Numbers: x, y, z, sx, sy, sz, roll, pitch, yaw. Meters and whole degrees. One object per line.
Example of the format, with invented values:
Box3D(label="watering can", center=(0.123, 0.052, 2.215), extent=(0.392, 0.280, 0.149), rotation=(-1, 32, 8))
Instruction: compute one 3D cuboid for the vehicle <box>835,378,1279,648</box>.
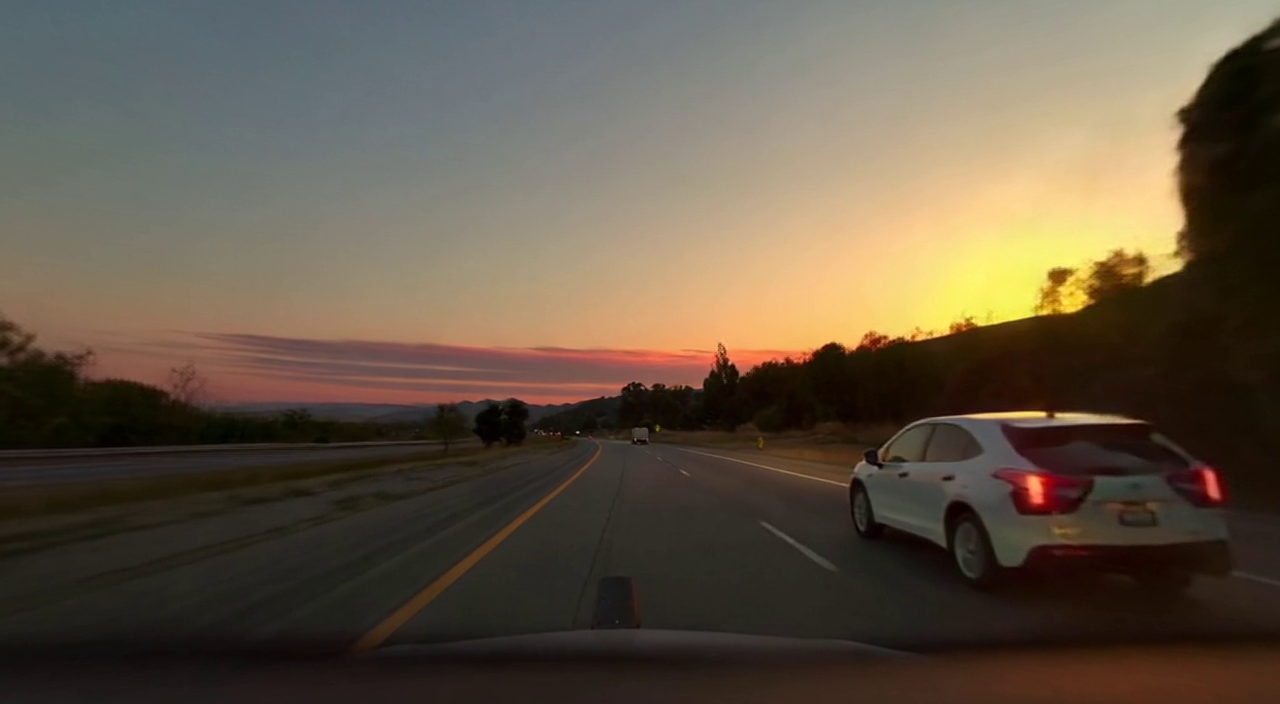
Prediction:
Box3D(label="vehicle", center=(3.553, 1.266, 6.034), extent=(1.941, 1.655, 4.137), rotation=(0, -8, -1))
